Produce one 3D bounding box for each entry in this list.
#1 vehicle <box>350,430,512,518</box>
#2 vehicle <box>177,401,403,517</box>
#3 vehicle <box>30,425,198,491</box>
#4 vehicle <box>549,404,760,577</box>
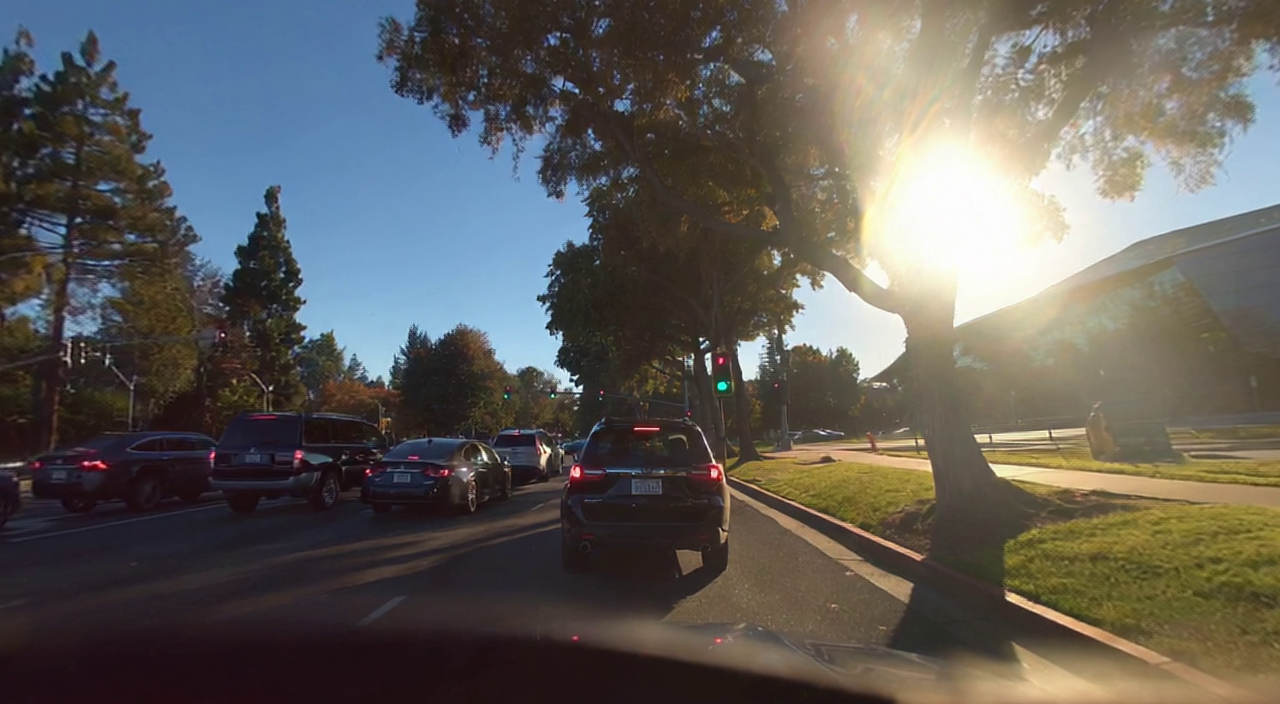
[{"bbox_3d":[-4.087,2.453,13.208,1.942,1.523,4.212,0,-9,0],"label":"vehicle"},{"bbox_3d":[-7.403,2.348,14.245,2.195,2.093,5.185,0,-9,-2],"label":"vehicle"},{"bbox_3d":[-17.678,3.575,21.589,2.136,1.976,4.342,0,-9,-4],"label":"vehicle"},{"bbox_3d":[0.102,1.676,8.400,2.055,1.681,4.270,0,-9,-1],"label":"vehicle"}]
